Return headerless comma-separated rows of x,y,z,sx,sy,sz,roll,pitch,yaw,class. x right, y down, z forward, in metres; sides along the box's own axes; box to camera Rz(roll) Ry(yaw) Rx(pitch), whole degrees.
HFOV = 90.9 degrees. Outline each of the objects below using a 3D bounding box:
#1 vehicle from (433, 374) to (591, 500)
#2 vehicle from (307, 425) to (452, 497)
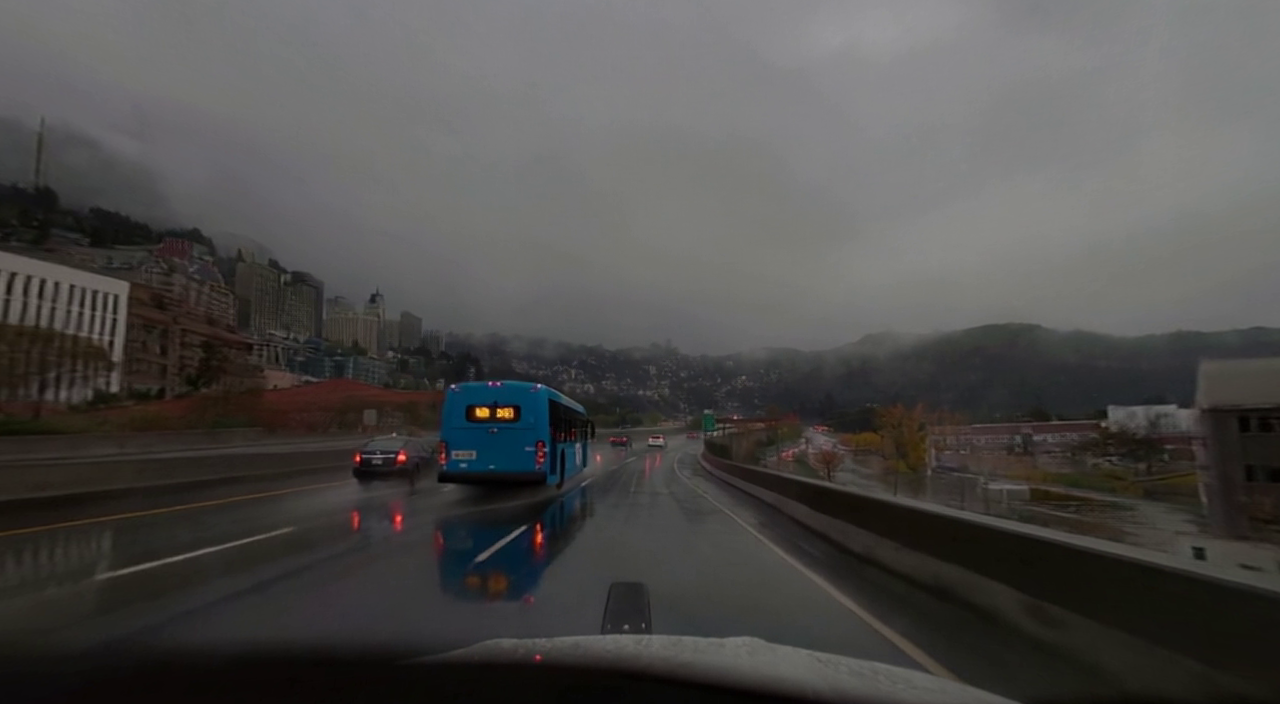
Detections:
-3.339,2.646,19.125,2.888,2.944,8.373,0,-9,1,vehicle
-6.902,2.950,17.342,1.993,1.690,4.450,-1,-9,1,vehicle
